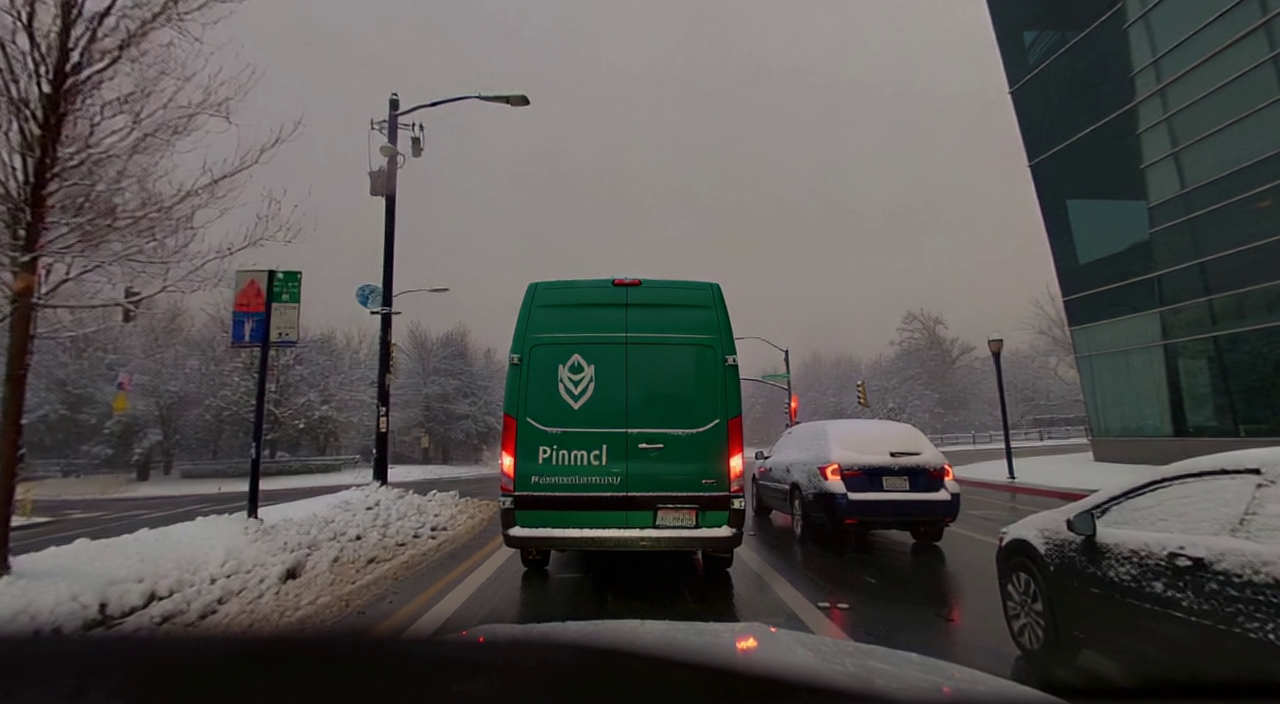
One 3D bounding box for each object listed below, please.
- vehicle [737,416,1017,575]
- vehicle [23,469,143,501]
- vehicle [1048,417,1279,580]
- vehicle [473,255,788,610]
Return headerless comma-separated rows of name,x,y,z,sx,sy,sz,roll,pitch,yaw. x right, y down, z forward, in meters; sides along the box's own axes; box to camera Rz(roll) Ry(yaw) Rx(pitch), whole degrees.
vehicle,2.878,1.864,9.052,2.183,1.676,4.506,0,-8,-1
vehicle,-31.104,7.434,35.405,4.806,1.652,1.869,0,-8,-2
vehicle,7.527,1.587,7.016,1.963,1.669,4.678,3,-9,-20
vehicle,-0.044,1.175,9.077,2.613,3.035,7.342,0,-8,1
